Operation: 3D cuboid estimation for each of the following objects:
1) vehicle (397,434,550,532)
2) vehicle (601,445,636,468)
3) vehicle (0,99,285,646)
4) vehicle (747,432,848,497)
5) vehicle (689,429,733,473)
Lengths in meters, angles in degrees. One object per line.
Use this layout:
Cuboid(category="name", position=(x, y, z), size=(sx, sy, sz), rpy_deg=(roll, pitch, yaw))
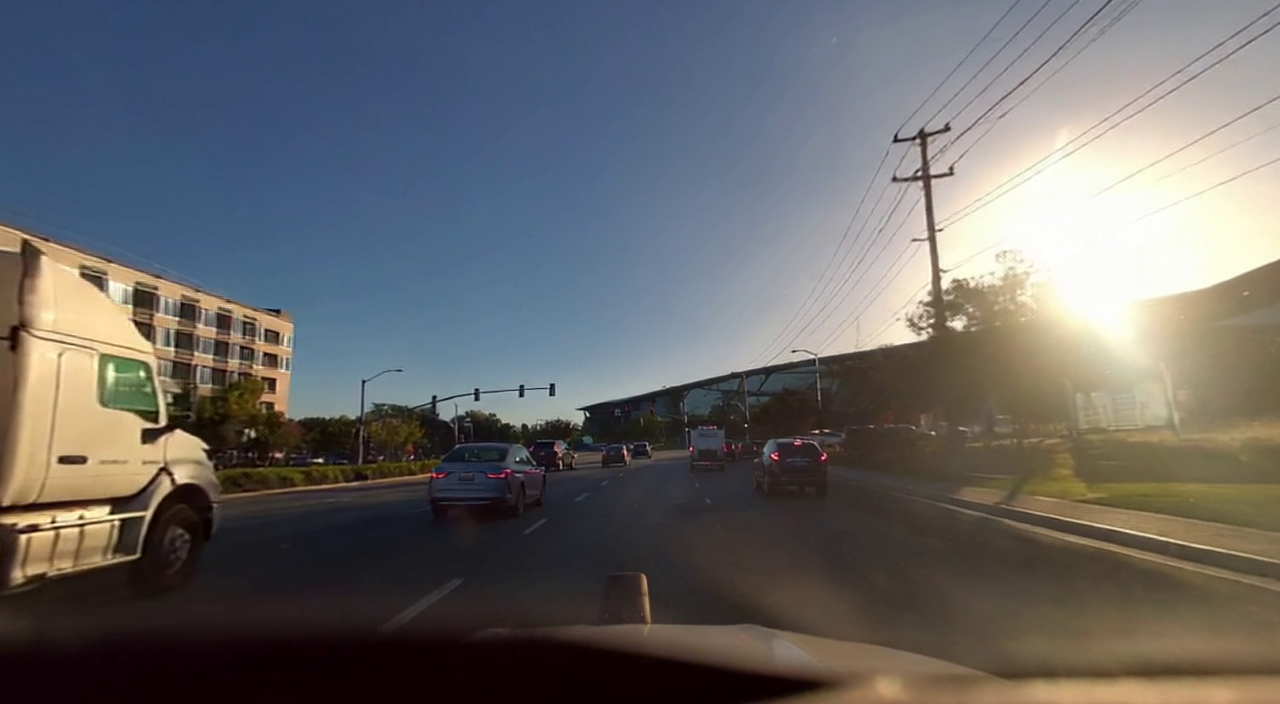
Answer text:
Cuboid(category="vehicle", position=(-3.099, 2.502, 12.580), size=(1.934, 1.643, 3.718), rpy_deg=(0, -8, 2))
Cuboid(category="vehicle", position=(-1.450, 7.312, 44.184), size=(1.984, 1.567, 4.311), rpy_deg=(-1, -8, 4))
Cuboid(category="vehicle", position=(-6.382, 0.369, 6.163), size=(3.239, 4.055, 3.881), rpy_deg=(0, -8, 1))
Cuboid(category="vehicle", position=(5.069, 3.676, 20.913), size=(2.283, 1.923, 4.427), rpy_deg=(0, -8, 1))
Cuboid(category="vehicle", position=(4.255, 5.997, 38.100), size=(2.457, 2.440, 5.486), rpy_deg=(-1, -8, 5))
